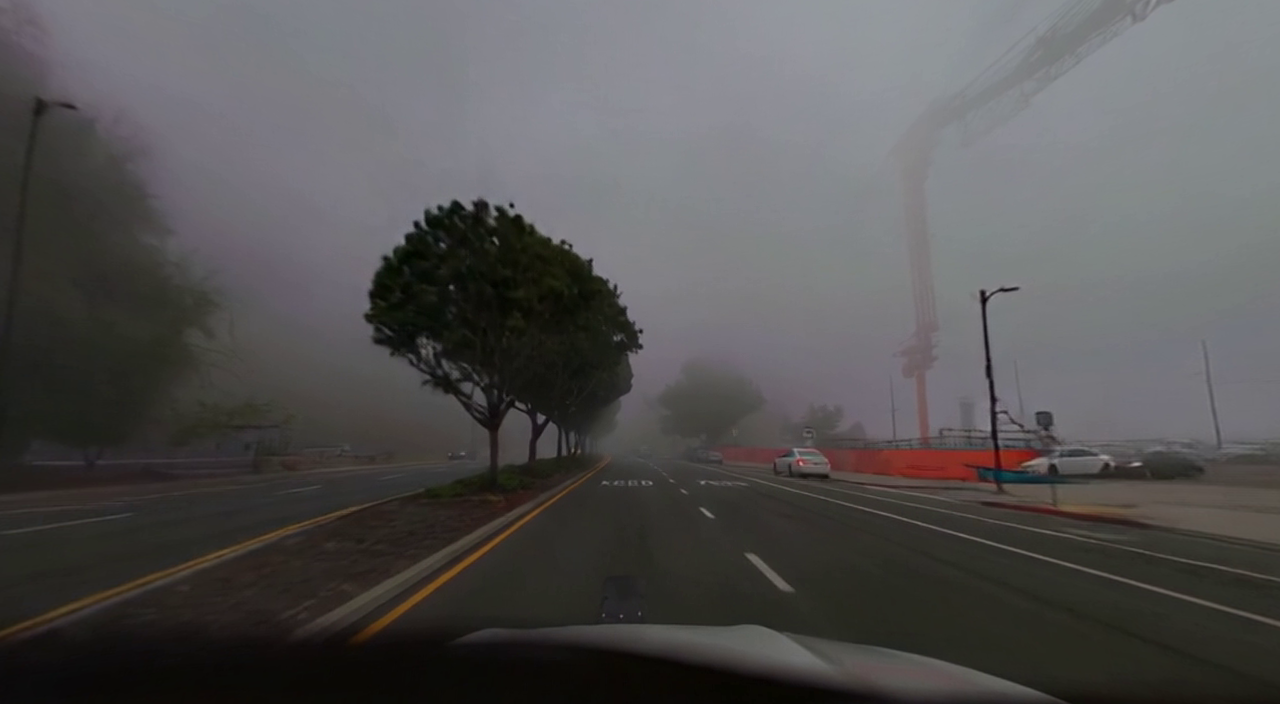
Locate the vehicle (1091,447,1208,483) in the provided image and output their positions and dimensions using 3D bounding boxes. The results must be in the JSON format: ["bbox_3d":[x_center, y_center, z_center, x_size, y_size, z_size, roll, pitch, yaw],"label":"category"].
[{"bbox_3d":[23.871,5.274,29.822,1.786,1.495,4.183,2,-8,-6],"label":"vehicle"}]

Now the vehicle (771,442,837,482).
[{"bbox_3d":[7.939,5.316,30.970,2.080,1.706,4.392,3,-8,0],"label":"vehicle"}]

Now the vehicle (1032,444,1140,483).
[{"bbox_3d":[20.852,5.182,29.757,1.965,1.690,4.077,0,-8,-2],"label":"vehicle"}]
